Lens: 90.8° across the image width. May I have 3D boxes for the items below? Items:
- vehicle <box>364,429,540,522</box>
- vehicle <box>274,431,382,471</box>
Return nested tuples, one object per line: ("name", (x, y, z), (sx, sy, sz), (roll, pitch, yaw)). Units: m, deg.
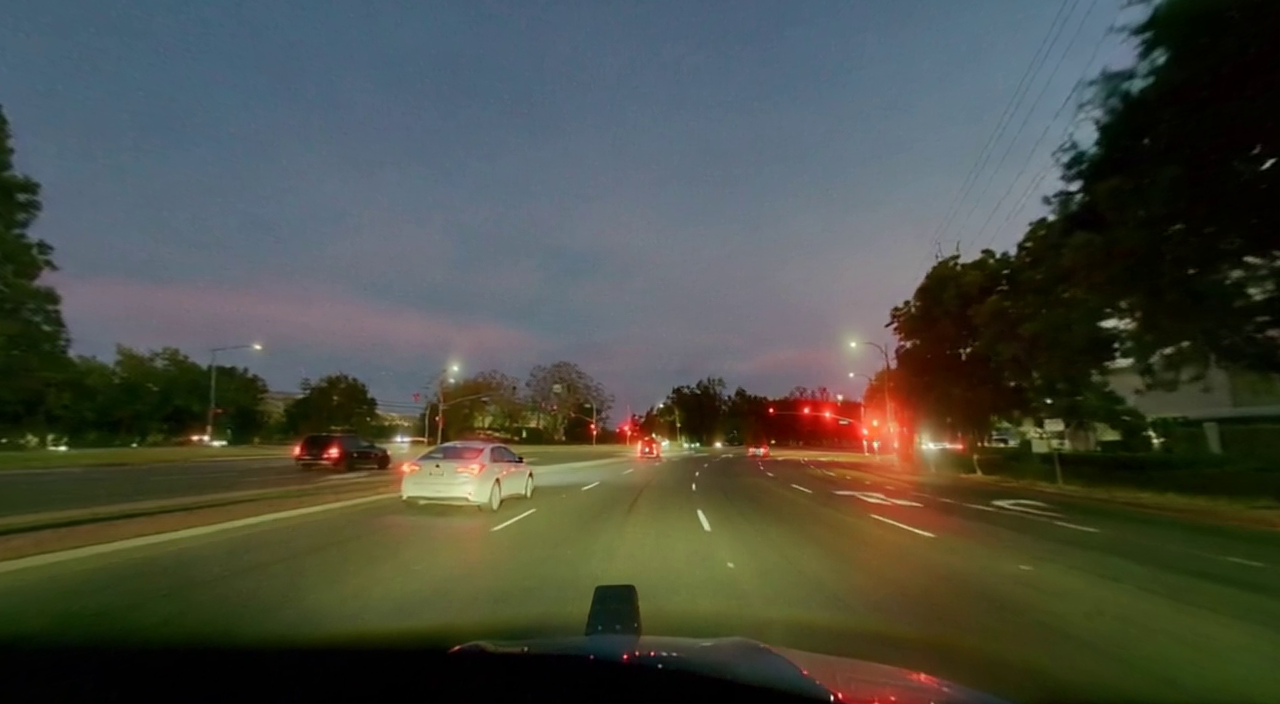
("vehicle", (-3.358, 2.303, 12.272), (1.934, 1.463, 4.220), (-1, -9, 3))
("vehicle", (-12.555, 4.020, 25.791), (1.984, 1.488, 4.258), (-1, -9, 5))
